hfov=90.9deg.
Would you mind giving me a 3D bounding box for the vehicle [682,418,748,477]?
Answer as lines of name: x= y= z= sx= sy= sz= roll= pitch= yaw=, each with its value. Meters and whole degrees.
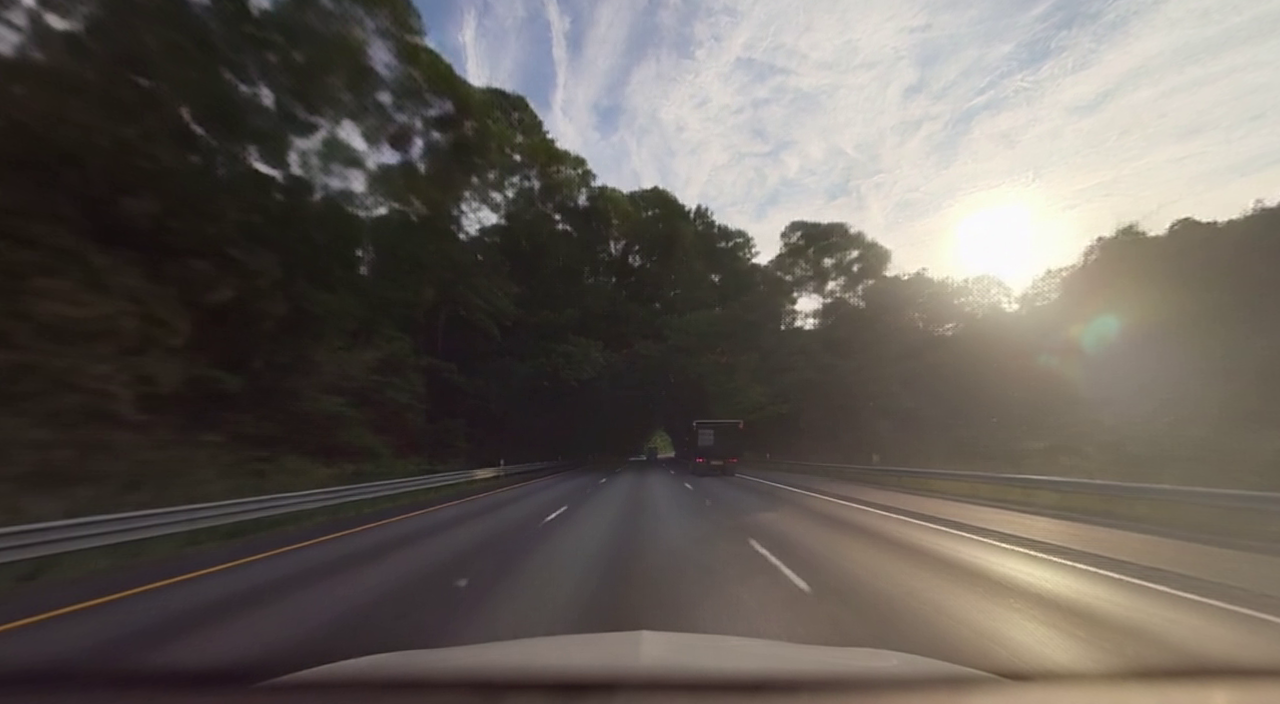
vehicle: x=3.761 y=5.010 z=32.983 sx=2.572 sy=2.795 sz=5.978 roll=0 pitch=-9 yaw=-1
